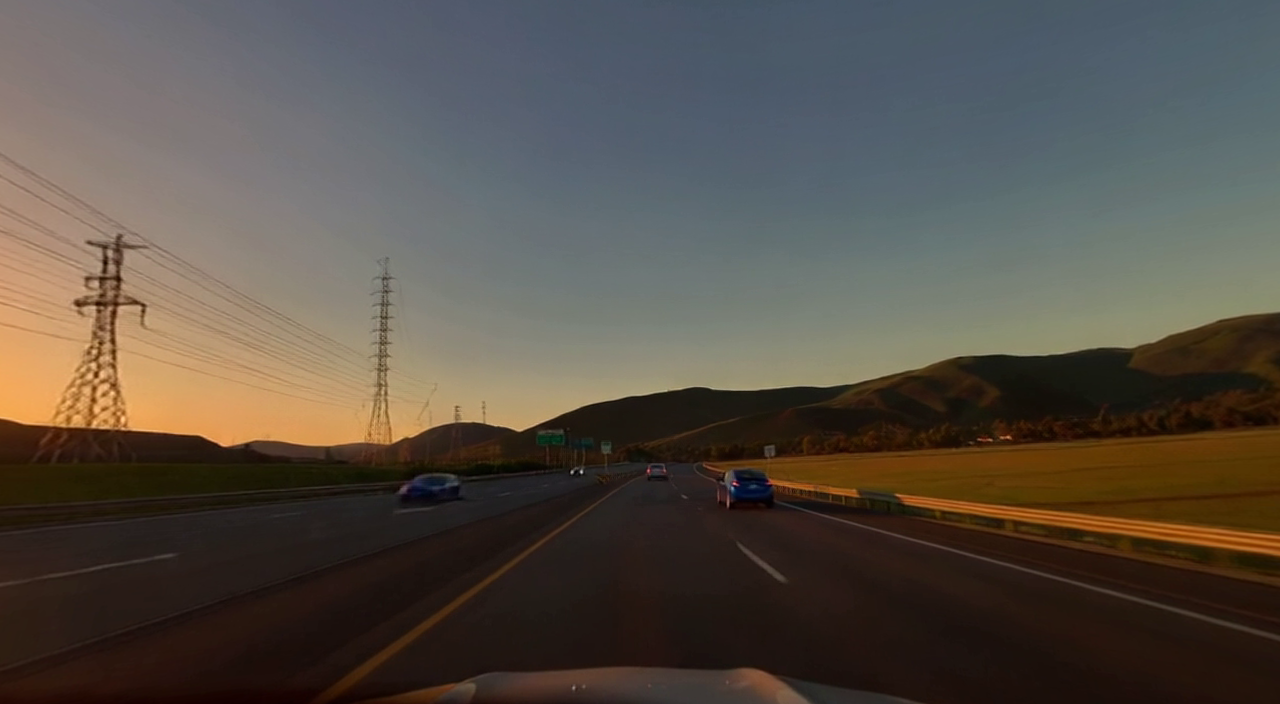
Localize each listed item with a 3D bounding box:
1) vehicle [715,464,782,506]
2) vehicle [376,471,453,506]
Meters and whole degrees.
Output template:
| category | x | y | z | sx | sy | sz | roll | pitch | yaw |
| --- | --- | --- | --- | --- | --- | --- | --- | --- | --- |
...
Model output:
| category | x | y | z | sx | sy | sz | roll | pitch | yaw |
| --- | --- | --- | --- | --- | --- | --- | --- | --- | --- |
| vehicle | 4.311 | 5.366 | 25.680 | 1.985 | 1.521 | 3.904 | 1 | -10 | -1 |
| vehicle | -10.218 | 6.210 | 28.817 | 1.889 | 1.401 | 4.199 | 1 | -10 | 1 |
